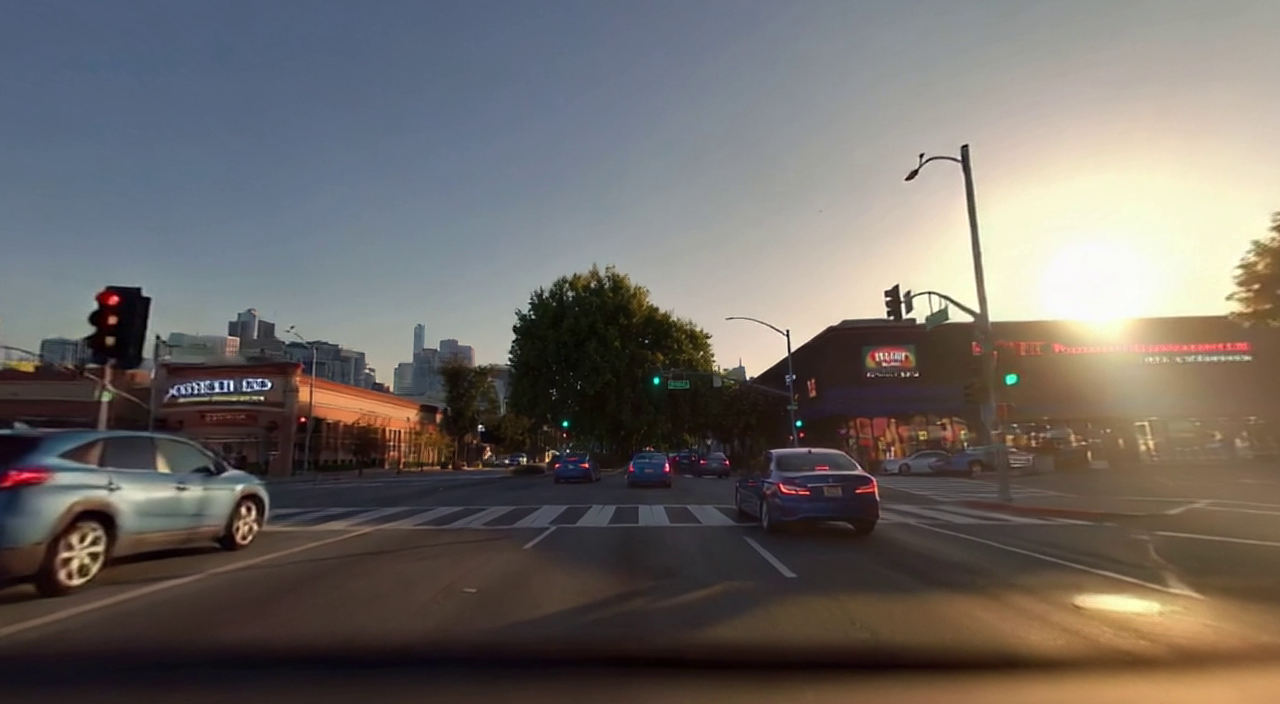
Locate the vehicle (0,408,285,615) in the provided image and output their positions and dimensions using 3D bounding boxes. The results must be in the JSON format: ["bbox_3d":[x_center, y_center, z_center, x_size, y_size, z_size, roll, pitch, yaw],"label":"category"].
[{"bbox_3d":[-6.652,1.725,7.686,2.058,1.804,4.391,0,-8,0],"label":"vehicle"}]

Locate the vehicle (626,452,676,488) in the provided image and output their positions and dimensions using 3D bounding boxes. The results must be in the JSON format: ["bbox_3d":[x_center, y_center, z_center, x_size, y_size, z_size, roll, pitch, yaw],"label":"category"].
[{"bbox_3d":[0.490,5.291,28.614,2.070,1.460,4.118,0,-8,1],"label":"vehicle"}]

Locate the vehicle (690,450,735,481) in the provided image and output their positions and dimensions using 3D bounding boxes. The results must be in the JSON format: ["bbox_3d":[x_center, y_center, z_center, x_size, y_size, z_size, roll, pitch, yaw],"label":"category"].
[{"bbox_3d":[3.887,6.148,34.431,1.931,1.552,4.125,0,-8,0],"label":"vehicle"}]

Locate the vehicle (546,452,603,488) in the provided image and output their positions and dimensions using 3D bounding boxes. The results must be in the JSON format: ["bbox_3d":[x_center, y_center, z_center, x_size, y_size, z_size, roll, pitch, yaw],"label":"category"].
[{"bbox_3d":[-2.957,5.453,29.450,2.040,1.471,4.211,-1,-8,3],"label":"vehicle"}]

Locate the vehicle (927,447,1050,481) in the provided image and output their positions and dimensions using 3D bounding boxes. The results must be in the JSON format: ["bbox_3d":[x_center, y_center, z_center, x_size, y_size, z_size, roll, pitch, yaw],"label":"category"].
[{"bbox_3d":[15.752,5.053,28.648,4.481,1.427,1.830,0,-8,-2],"label":"vehicle"}]

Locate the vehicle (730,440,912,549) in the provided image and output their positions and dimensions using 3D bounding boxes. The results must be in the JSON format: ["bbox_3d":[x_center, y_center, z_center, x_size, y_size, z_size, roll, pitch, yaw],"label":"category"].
[{"bbox_3d":[2.869,2.330,11.062,1.946,1.513,4.133,0,-8,0],"label":"vehicle"}]
